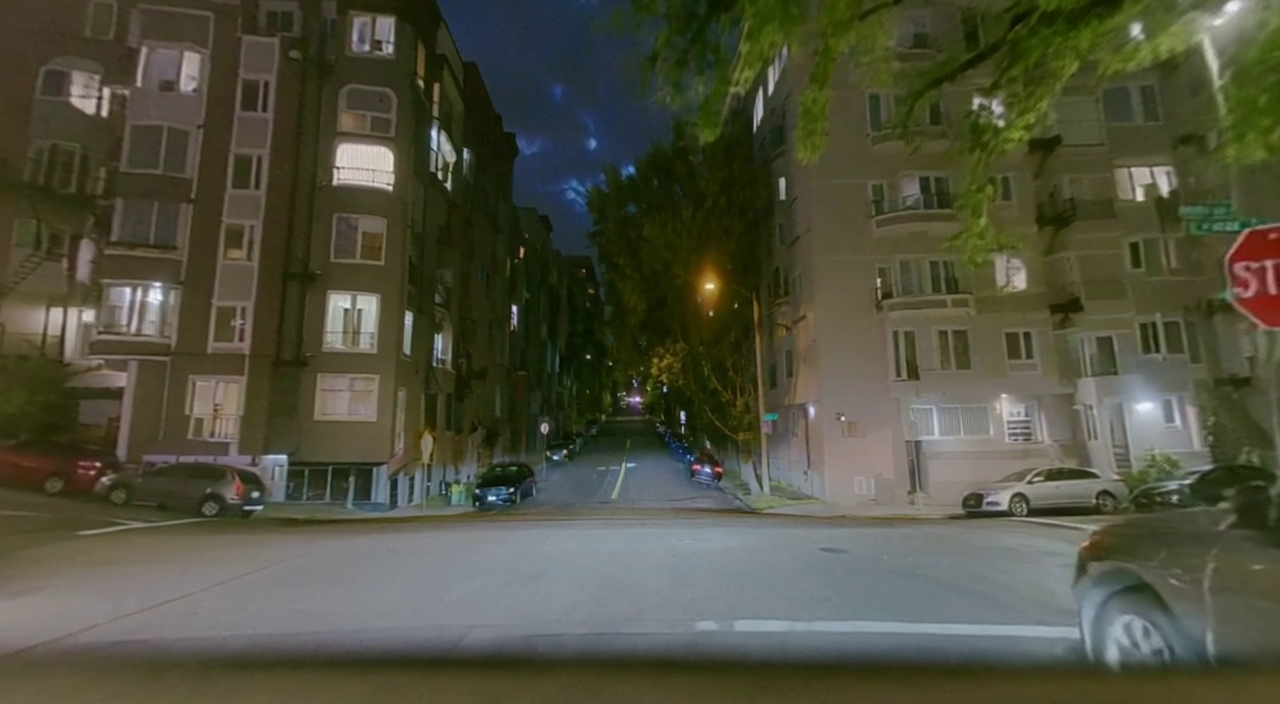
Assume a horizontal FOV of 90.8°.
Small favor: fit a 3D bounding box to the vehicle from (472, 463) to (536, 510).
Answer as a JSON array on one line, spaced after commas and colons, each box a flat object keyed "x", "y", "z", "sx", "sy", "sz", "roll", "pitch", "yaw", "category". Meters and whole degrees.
[{"x": -5.873, "y": 5.825, "z": 27.721, "sx": 1.987, "sy": 1.662, "sz": 4.141, "roll": -2, "pitch": -8, "yaw": -1, "category": "vehicle"}]

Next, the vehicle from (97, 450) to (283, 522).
[{"x": -13.998, "y": 4.197, "z": 19.862, "sx": 4.243, "sy": 1.676, "sz": 1.844, "roll": 6, "pitch": -12, "yaw": 1, "category": "vehicle"}]

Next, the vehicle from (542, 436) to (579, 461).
[{"x": -6.181, "y": 7.523, "z": 49.358, "sx": 2.101, "sy": 1.732, "sz": 4.119, "roll": -3, "pitch": -7, "yaw": 3, "category": "vehicle"}]

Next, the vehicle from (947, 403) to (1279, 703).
[{"x": 3.350, "y": 0.946, "z": 2.160, "sx": 2.064, "sy": 1.548, "sz": 5.186, "roll": 0, "pitch": -8, "yaw": 1, "category": "vehicle"}]

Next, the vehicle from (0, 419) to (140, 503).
[{"x": -19.132, "y": 3.369, "z": 19.956, "sx": 4.665, "sy": 1.866, "sz": 2.002, "roll": 10, "pitch": -10, "yaw": -1, "category": "vehicle"}]

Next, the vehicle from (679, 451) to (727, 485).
[{"x": 3.413, "y": 6.423, "z": 35.355, "sx": 2.051, "sy": 1.526, "sz": 4.673, "roll": 0, "pitch": -6, "yaw": -2, "category": "vehicle"}]
